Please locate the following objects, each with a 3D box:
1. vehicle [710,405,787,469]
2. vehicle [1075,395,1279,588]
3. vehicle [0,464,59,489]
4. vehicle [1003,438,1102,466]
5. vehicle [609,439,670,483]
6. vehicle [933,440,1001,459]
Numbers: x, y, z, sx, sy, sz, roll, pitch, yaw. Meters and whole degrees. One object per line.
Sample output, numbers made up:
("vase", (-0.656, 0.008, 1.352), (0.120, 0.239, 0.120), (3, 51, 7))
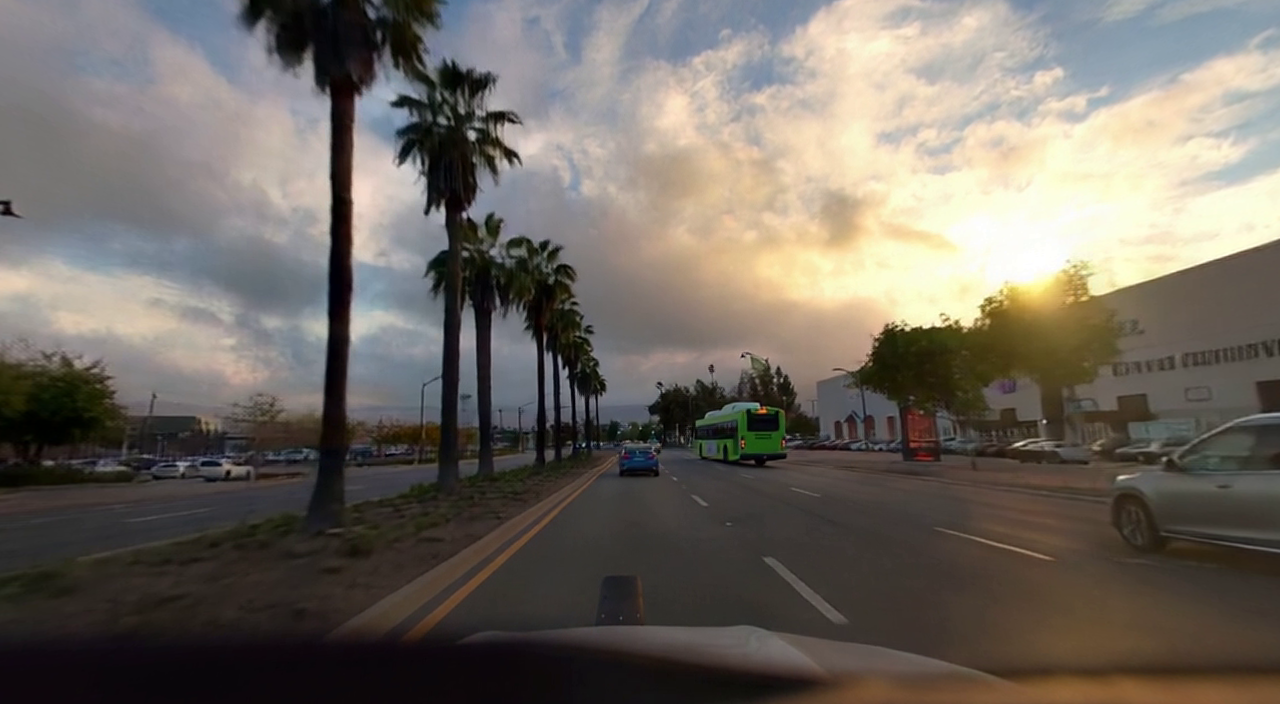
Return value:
("vehicle", (6.255, 5.225, 38.186), (2.795, 3.383, 9.287), (0, -9, -1))
("vehicle", (6.611, 1.288, 5.949), (2.031, 1.670, 4.154), (0, -9, 0))
("vehicle", (-44.524, 8.830, 44.894), (1.821, 1.562, 4.375), (-2, -9, 12))
("vehicle", (23.023, 5.619, 35.386), (4.229, 1.428, 1.883), (1, -9, 0))
("vehicle", (-0.065, 4.052, 23.789), (2.065, 1.477, 4.306), (0, -9, -1))
("vehicle", (25.748, 7.667, 49.793), (4.319, 1.444, 1.888), (0, -9, -2))
